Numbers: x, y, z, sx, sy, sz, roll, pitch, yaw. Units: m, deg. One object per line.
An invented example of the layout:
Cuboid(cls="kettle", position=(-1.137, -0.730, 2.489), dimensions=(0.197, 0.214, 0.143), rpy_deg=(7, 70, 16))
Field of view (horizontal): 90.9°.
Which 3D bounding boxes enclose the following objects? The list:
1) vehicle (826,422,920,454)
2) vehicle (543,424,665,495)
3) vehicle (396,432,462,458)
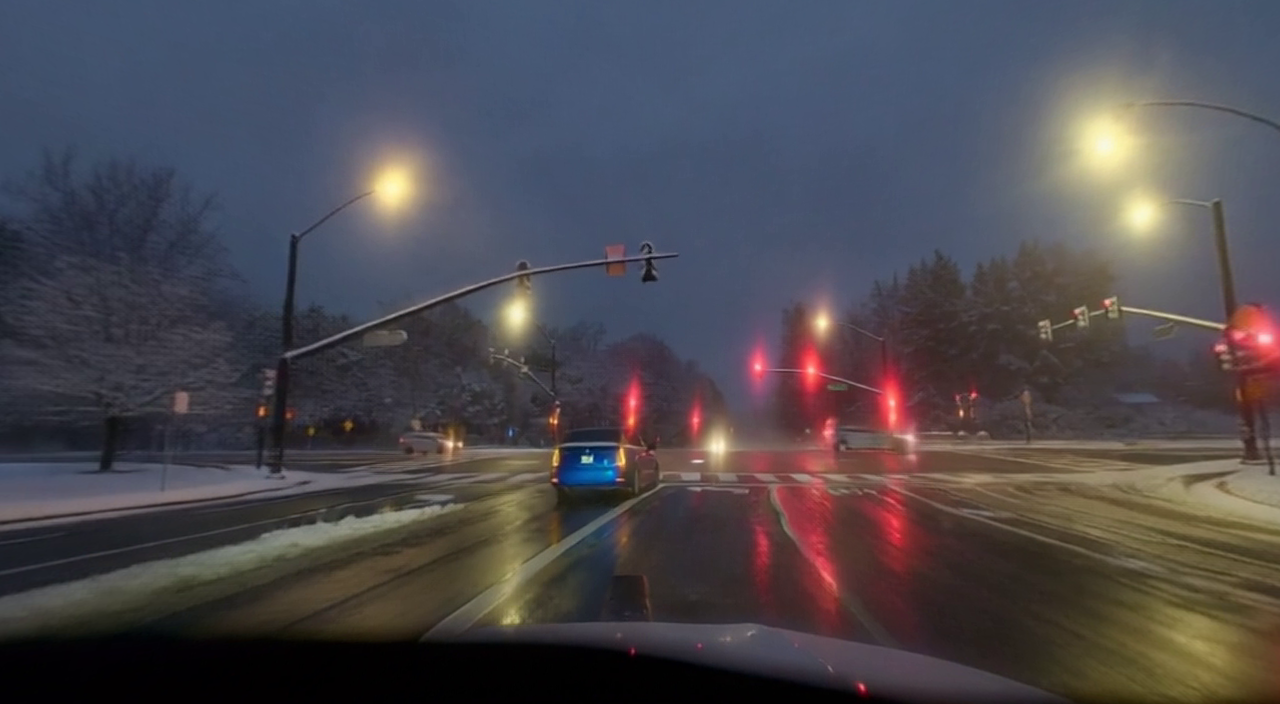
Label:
Cuboid(cls="vehicle", position=(12.287, 4.593, 33.528), dimensions=(4.406, 1.661, 1.857), rpy_deg=(-2, -9, 14))
Cuboid(cls="vehicle", position=(-0.758, 2.723, 16.269), dimensions=(2.055, 1.573, 4.065), rpy_deg=(-2, -9, 13))
Cuboid(cls="vehicle", position=(-14.474, 6.383, 43.384), dimensions=(3.952, 1.568, 1.788), rpy_deg=(-4, -7, 12))
